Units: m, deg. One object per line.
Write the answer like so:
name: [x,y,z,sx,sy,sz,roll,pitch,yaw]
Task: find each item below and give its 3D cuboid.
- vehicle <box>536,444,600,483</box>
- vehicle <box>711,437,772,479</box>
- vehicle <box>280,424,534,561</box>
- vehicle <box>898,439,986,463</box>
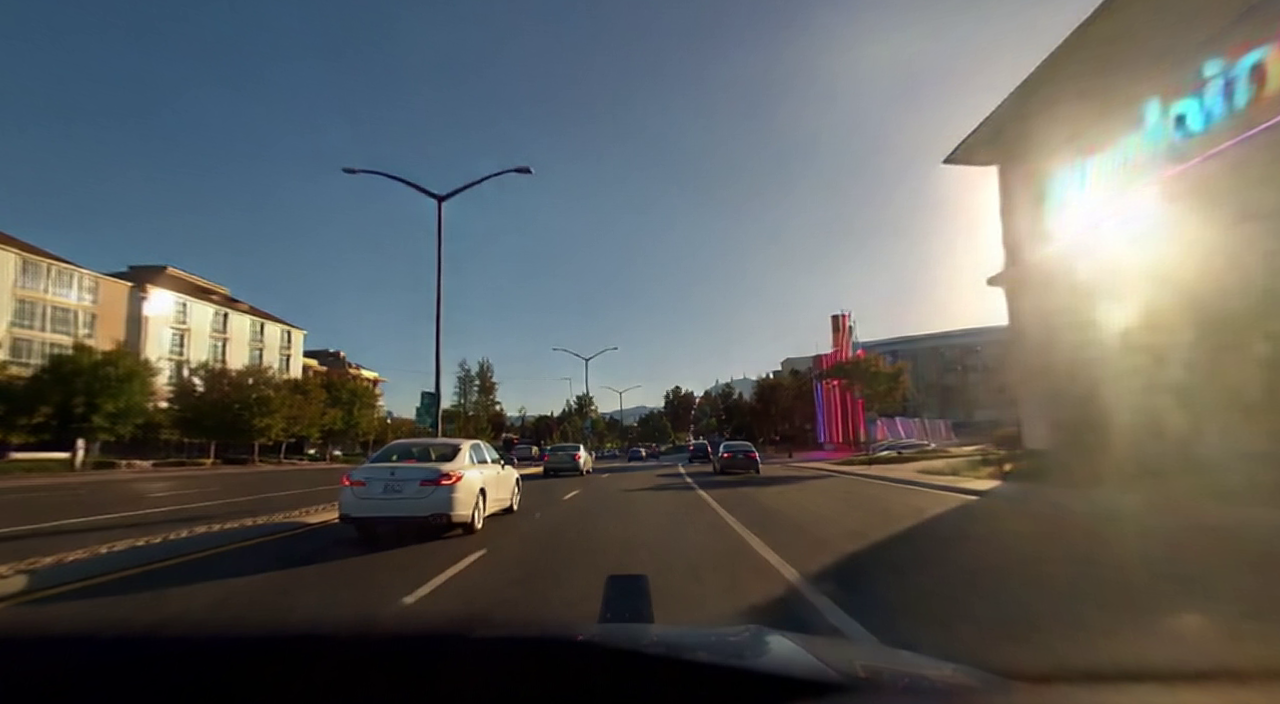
vehicle: [-2.859,4.534,26.034,1.980,1.454,4.226,-1,-8,2]
vehicle: [4.503,4.771,28.629,2.103,1.699,4.171,0,-8,0]
vehicle: [-3.084,1.969,9.595,2.118,1.568,4.436,0,-8,1]
vehicle: [19.231,6.333,40.260,4.502,1.454,2.129,0,-9,0]
